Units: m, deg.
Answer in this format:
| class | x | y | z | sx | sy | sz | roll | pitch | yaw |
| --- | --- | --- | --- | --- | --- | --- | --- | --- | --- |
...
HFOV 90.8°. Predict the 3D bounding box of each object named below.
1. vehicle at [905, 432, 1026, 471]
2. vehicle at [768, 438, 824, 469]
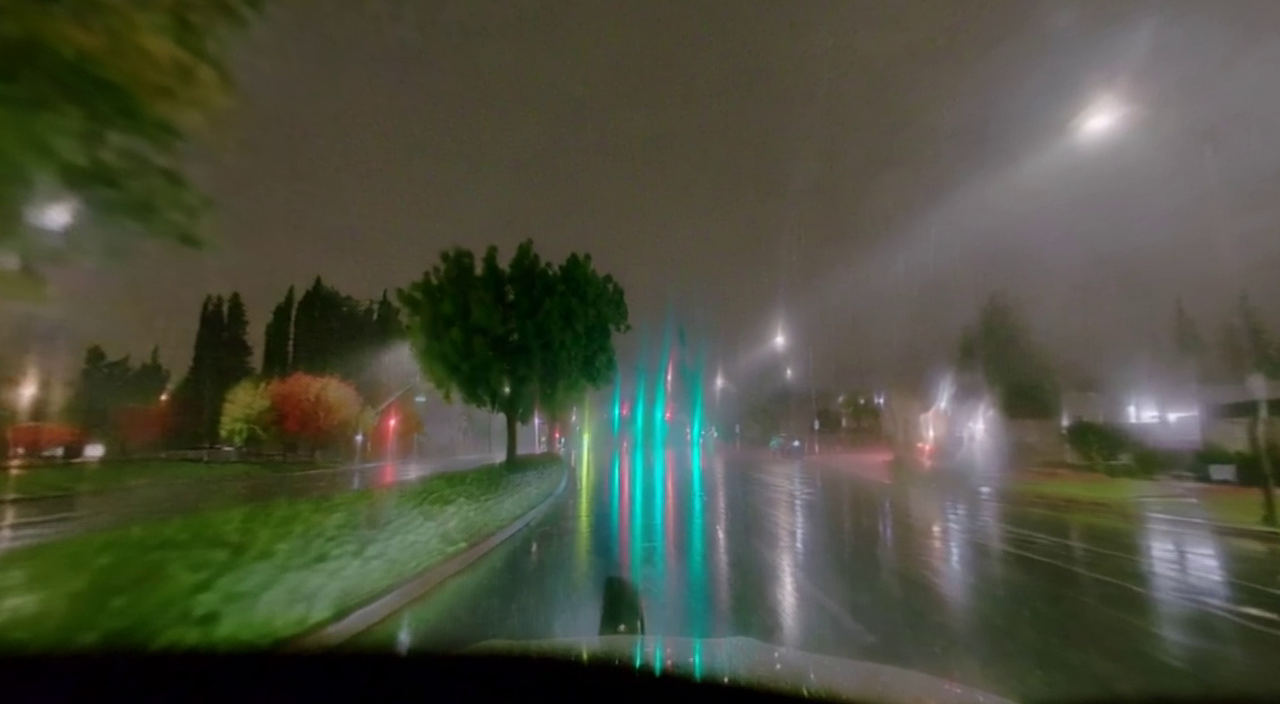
| class | x | y | z | sx | sy | sz | roll | pitch | yaw |
| --- | --- | --- | --- | --- | --- | --- | --- | --- | --- |
| vehicle | 15.507 | 4.759 | 30.324 | 4.605 | 1.779 | 2.135 | 0 | -9 | 0 |
| vehicle | 9.410 | 6.164 | 38.534 | 2.096 | 1.703 | 4.583 | 1 | -9 | -2 |
